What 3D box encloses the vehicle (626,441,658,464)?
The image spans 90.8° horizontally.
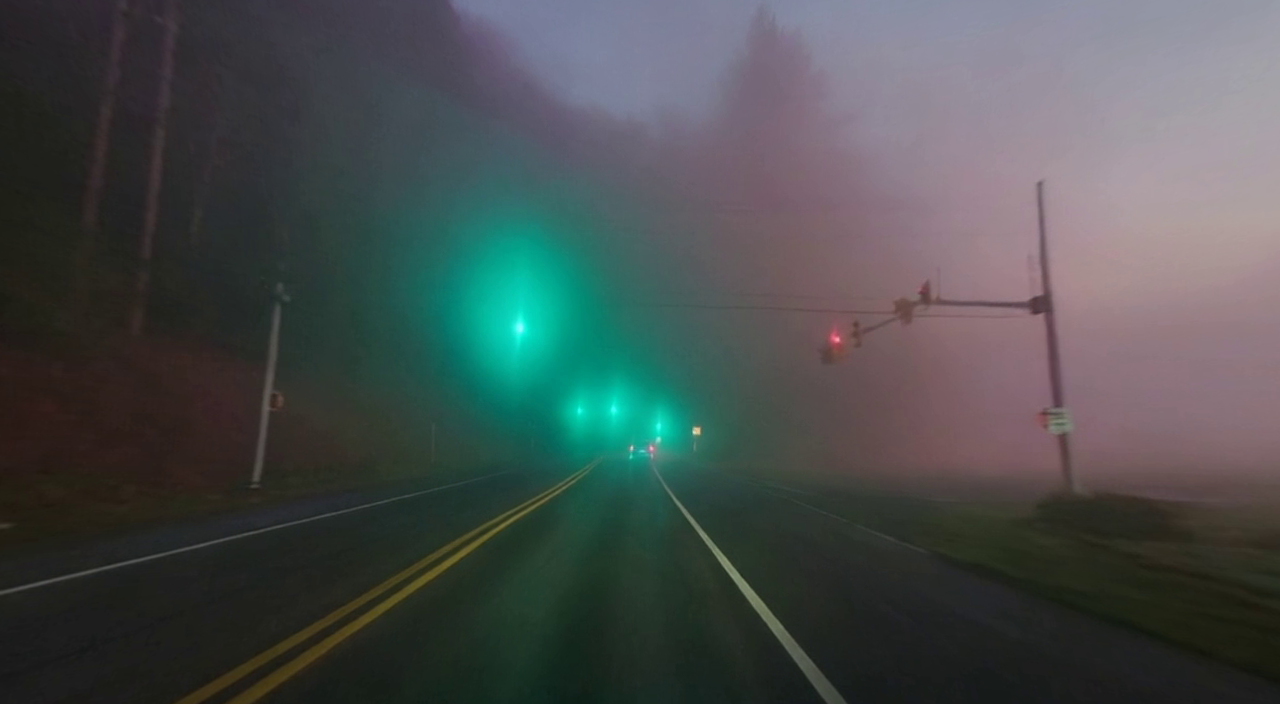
[{"bbox_3d":[0.183,6.933,43.801,2.042,1.489,3.963,0,-8,2],"label":"vehicle"}]
